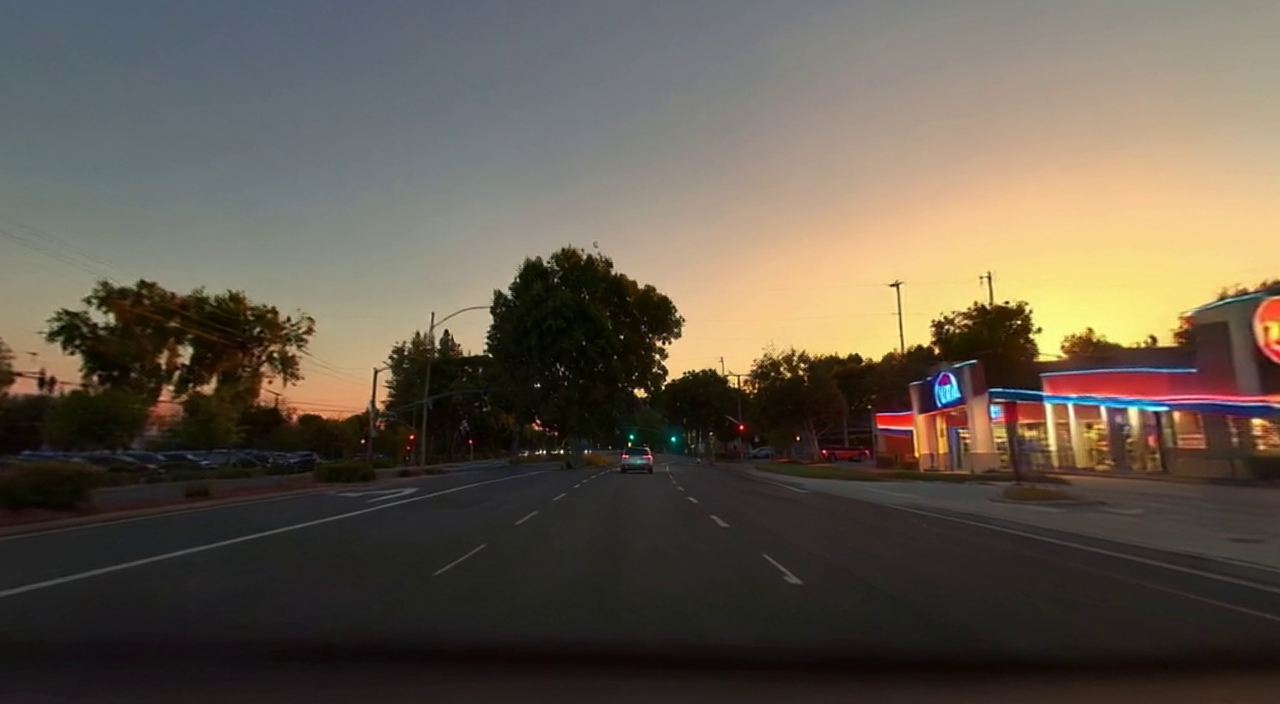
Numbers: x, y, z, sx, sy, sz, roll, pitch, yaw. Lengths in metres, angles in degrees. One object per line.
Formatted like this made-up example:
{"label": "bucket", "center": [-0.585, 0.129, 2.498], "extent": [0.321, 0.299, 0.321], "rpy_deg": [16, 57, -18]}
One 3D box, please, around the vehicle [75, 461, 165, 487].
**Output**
{"label": "vehicle", "center": [-32.159, 7.528, 39.131], "extent": [3.791, 1.473, 1.942], "rpy_deg": [0, -9, -2]}

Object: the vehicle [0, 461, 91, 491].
{"label": "vehicle", "center": [-32.170, 6.560, 33.587], "extent": [4.063, 1.479, 1.939], "rpy_deg": [0, -9, -2]}

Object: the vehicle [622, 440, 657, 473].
{"label": "vehicle", "center": [0.001, 6.534, 39.689], "extent": [2.096, 1.961, 4.259], "rpy_deg": [0, -9, 1]}
